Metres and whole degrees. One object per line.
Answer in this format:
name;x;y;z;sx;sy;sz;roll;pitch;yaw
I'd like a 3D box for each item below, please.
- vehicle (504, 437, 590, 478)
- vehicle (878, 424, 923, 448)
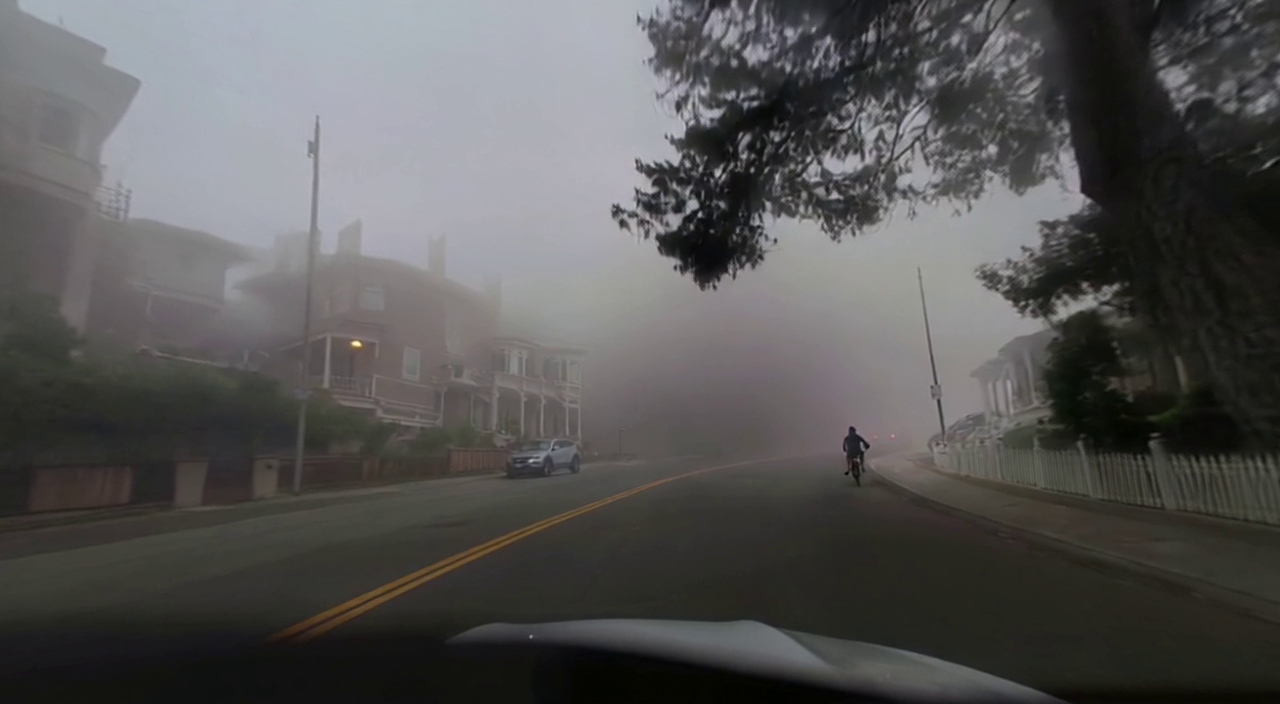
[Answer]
vehicle;-3.982;4.623;27.914;1.937;1.670;4.391;-3;-9;19
vehicle;19.718;6.411;47.750;2.105;1.705;4.392;-6;-11;35
